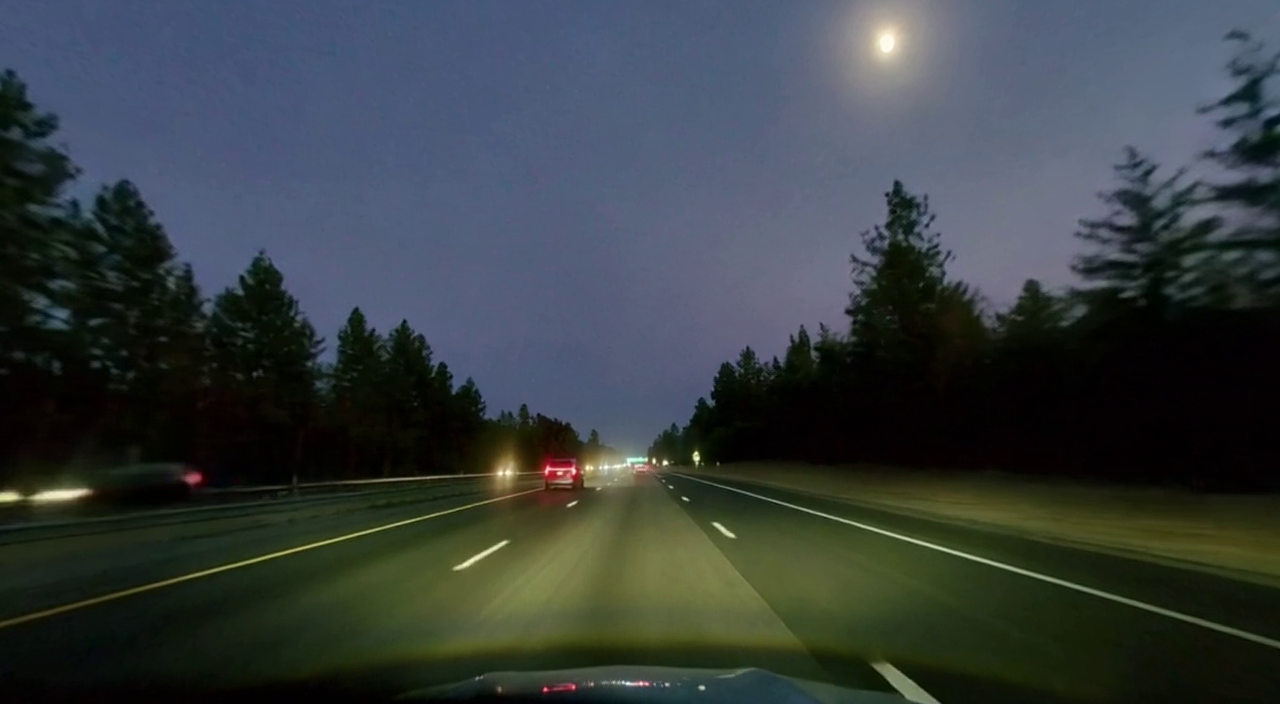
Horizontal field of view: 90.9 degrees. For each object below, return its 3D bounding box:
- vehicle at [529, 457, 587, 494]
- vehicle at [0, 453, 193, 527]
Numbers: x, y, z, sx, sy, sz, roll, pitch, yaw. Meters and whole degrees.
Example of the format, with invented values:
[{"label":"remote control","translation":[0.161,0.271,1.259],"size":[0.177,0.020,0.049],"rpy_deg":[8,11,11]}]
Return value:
[{"label":"vehicle","translation":[-3.769,5.798,29.738],"size":[2.081,1.586,4.245],"rpy_deg":[0,-10,1]},{"label":"vehicle","translation":[-13.418,3.283,15.394],"size":[1.885,1.534,4.116],"rpy_deg":[0,-10,1]}]
